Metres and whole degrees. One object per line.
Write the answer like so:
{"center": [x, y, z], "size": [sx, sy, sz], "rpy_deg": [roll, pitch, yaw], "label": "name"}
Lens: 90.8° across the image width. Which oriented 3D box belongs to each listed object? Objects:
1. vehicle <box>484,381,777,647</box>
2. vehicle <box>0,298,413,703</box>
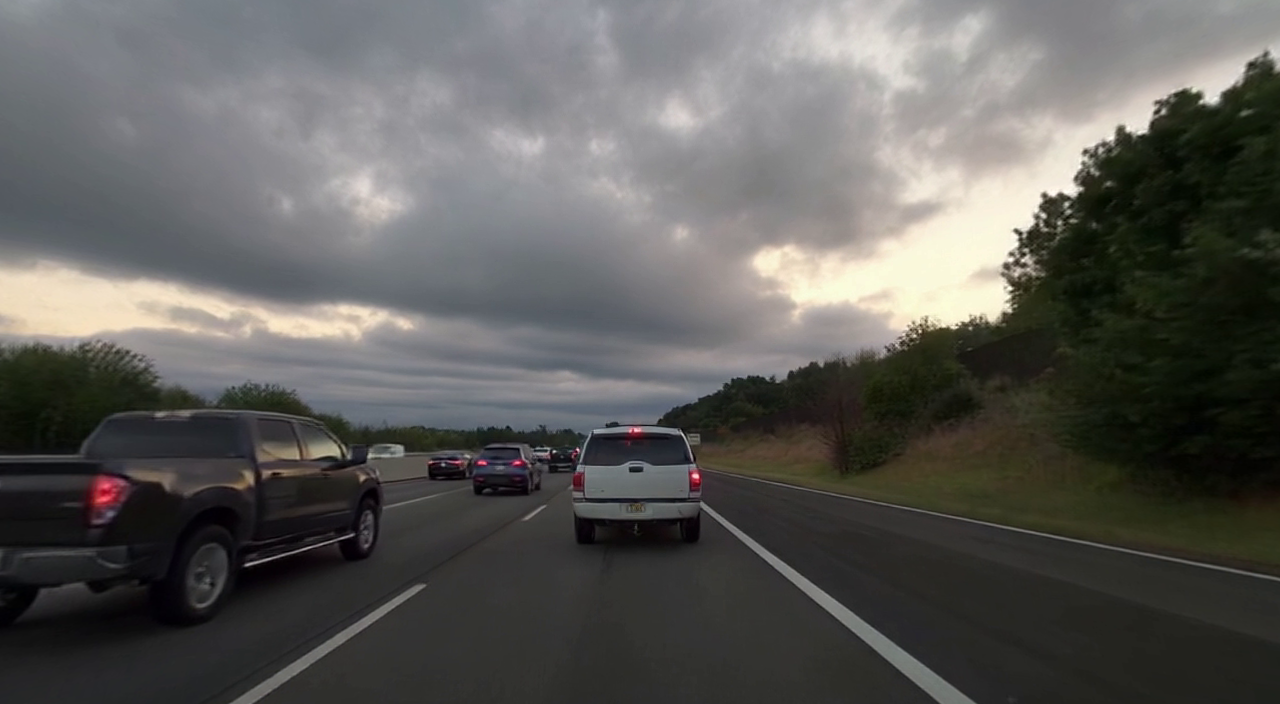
{"center": [-0.097, 1.367, 6.109], "size": [1.995, 1.798, 3.380], "rpy_deg": [0, -9, -1], "label": "vehicle"}
{"center": [-3.954, 1.140, 5.656], "size": [2.055, 2.144, 4.782], "rpy_deg": [0, -9, 0], "label": "vehicle"}
